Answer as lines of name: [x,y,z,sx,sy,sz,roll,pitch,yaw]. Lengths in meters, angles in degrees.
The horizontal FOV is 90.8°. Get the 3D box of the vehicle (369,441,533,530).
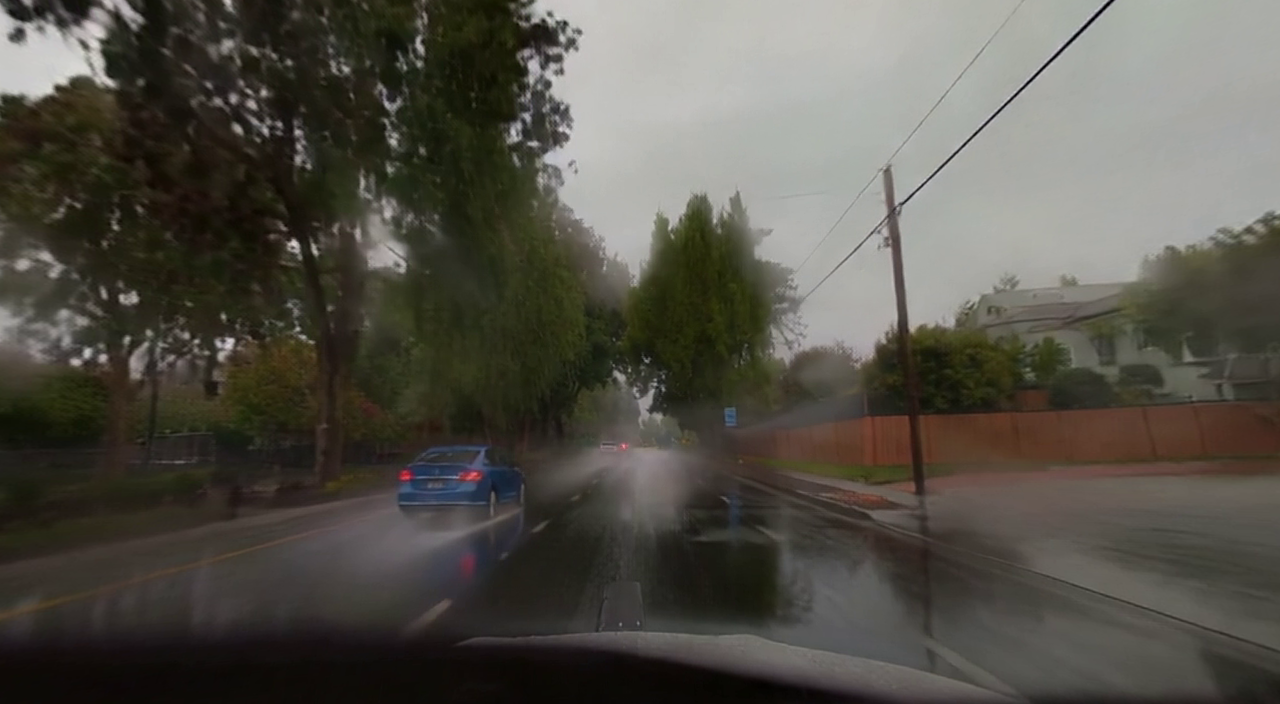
vehicle: [-3.444,2.507,12.497,1.870,1.431,4.317,0,-8,1]
